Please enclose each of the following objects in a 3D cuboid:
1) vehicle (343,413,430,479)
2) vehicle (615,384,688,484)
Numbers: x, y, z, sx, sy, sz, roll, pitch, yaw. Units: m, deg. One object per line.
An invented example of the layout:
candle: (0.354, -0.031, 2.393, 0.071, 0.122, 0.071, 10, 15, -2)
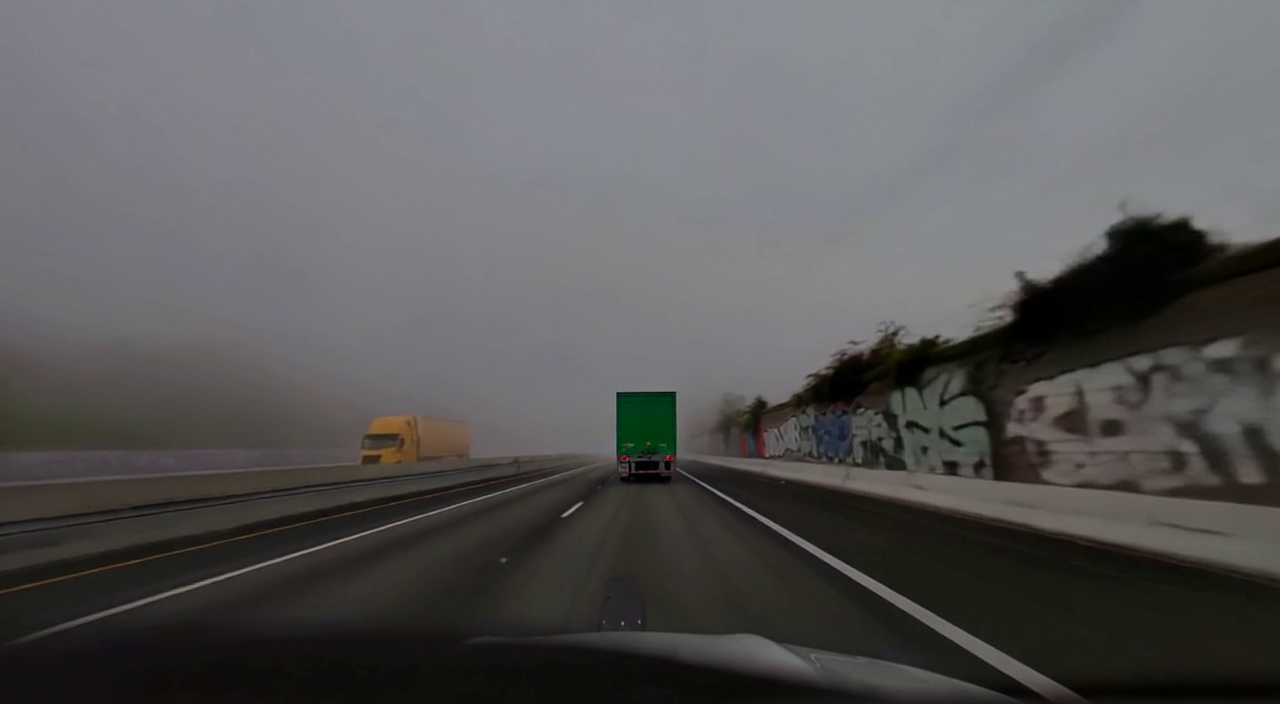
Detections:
vehicle: (-16.331, 6.123, 41.089, 2.980, 3.948, 5.804, 0, -9, 2)
vehicle: (0.344, 4.053, 30.261, 2.900, 3.955, 10.151, 0, -9, -1)
